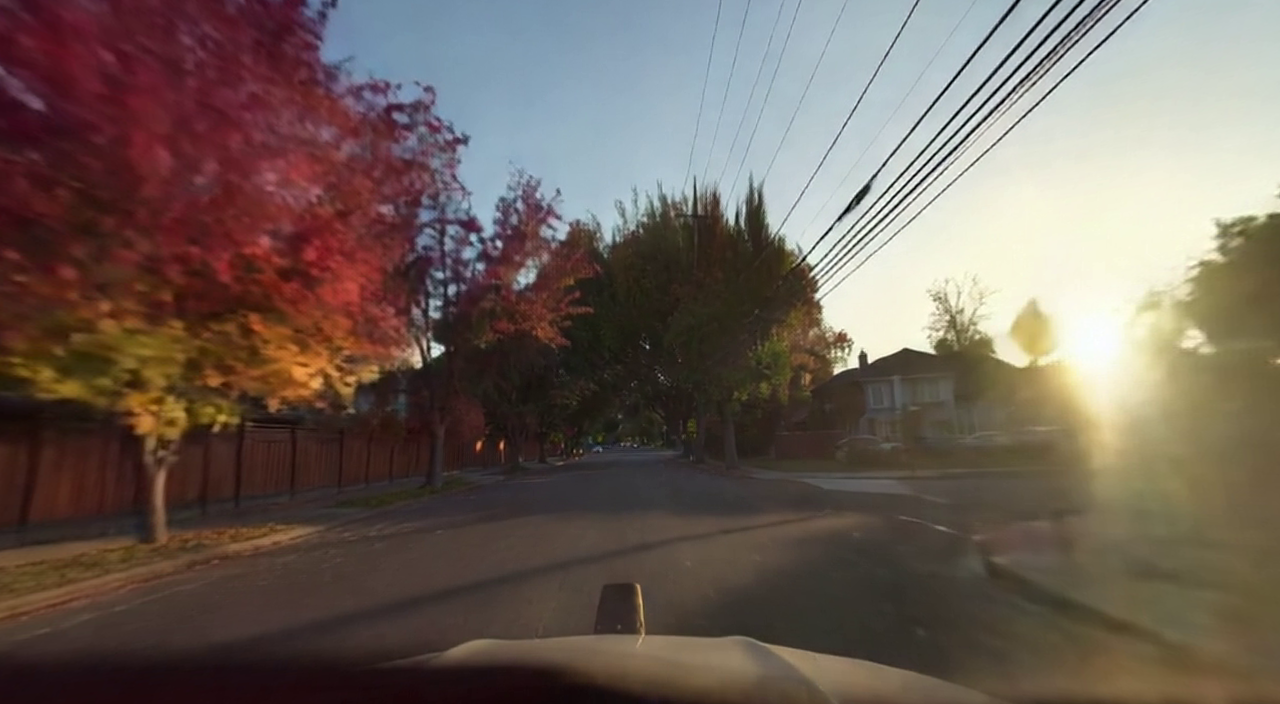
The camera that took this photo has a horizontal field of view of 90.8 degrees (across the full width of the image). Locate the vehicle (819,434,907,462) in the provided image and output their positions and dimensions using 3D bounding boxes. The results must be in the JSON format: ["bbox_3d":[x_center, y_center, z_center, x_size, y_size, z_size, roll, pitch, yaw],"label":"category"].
[{"bbox_3d":[12.374,5.358,35.351,4.286,1.525,2.219,-1,-9,10],"label":"vehicle"}]
